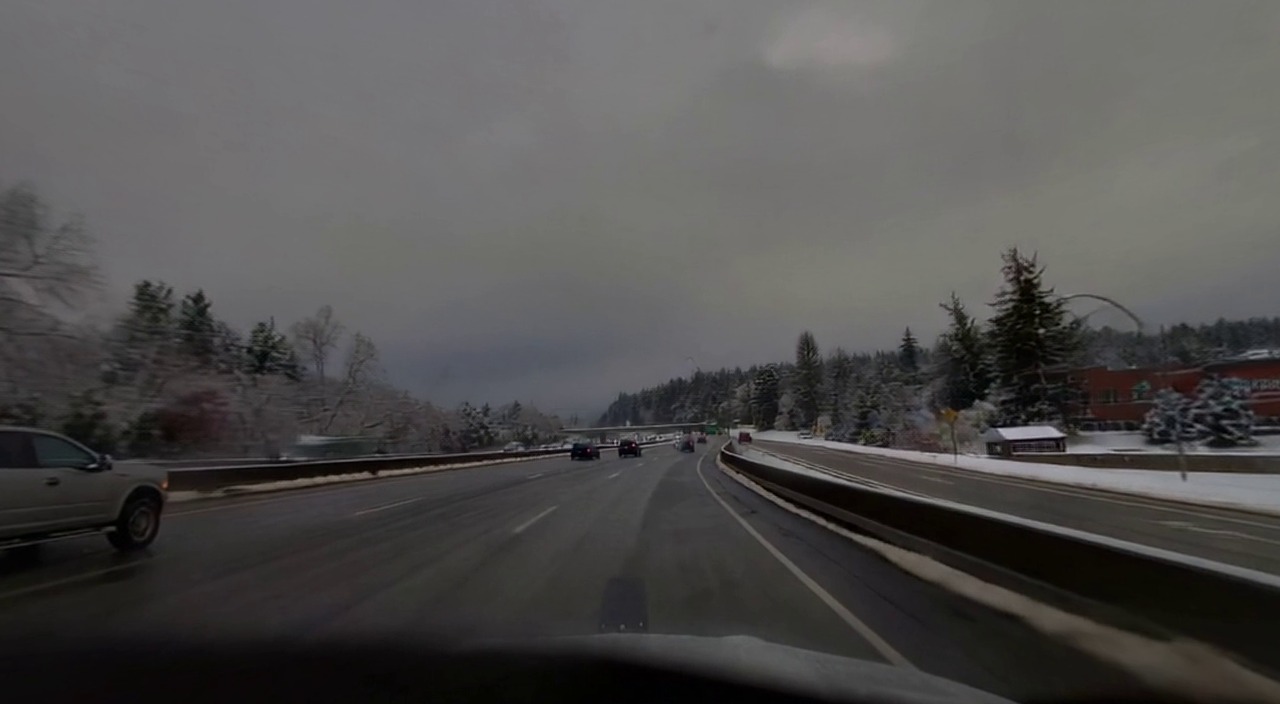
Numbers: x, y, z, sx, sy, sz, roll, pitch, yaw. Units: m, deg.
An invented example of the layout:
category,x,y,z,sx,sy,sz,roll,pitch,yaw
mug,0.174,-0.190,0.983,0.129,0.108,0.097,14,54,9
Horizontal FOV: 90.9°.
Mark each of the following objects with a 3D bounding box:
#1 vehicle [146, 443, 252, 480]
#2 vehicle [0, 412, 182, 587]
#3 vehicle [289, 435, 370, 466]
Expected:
category,x,y,z,sx,sy,sz,roll,pitch,yaw
vehicle,-18.989,4.692,27.396,1.765,1.479,3.669,-1,-8,4
vehicle,-6.994,1.355,5.683,1.923,1.630,4.857,-1,-8,2
vehicle,-21.102,6.731,43.220,2.161,1.927,5.987,-1,-8,5
